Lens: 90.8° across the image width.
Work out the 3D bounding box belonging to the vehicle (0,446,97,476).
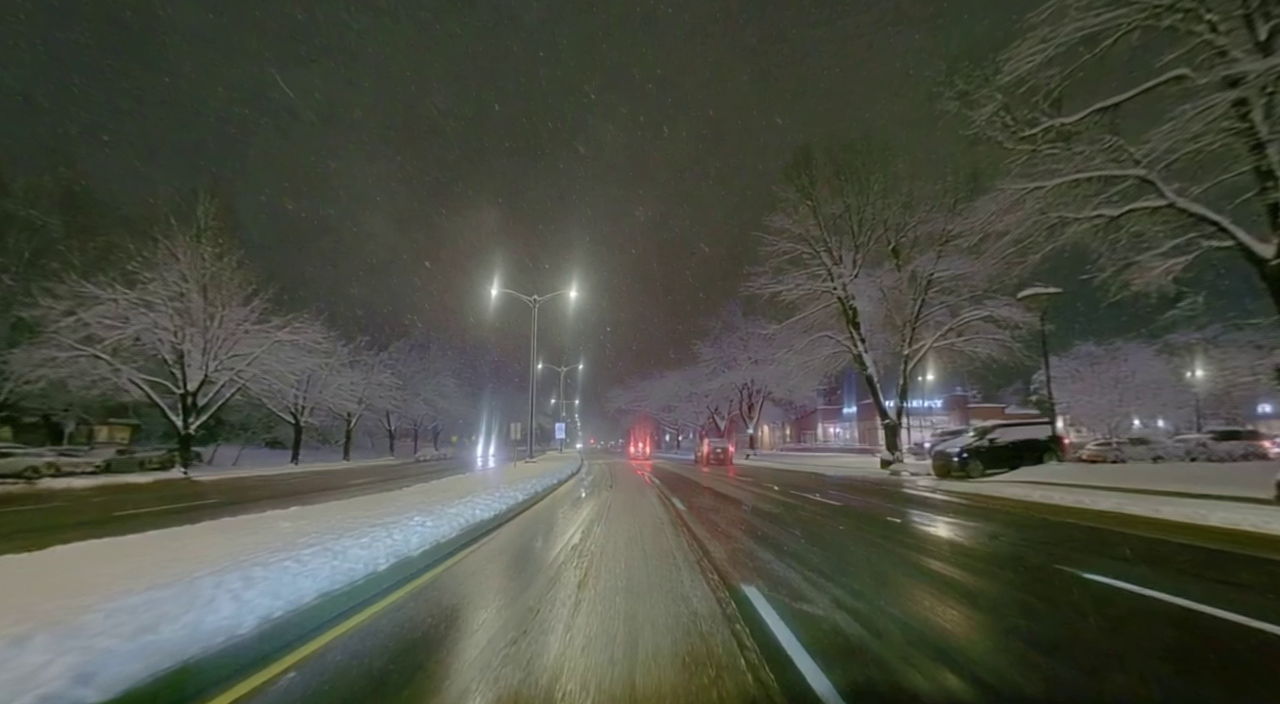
[{"bbox_3d":[-30.737,5.543,32.237,4.087,1.473,1.925,0,-8,-4],"label":"vehicle"}]

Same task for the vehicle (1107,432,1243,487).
[{"bbox_3d":[22.730,4.568,27.312,2.620,2.036,6.631,-4,-9,24],"label":"vehicle"}]

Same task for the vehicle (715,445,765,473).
[{"bbox_3d":[5.610,6.068,35.972,1.876,1.474,4.126,0,-8,-4],"label":"vehicle"}]

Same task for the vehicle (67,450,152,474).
[{"bbox_3d":[-31.740,6.581,37.844,3.380,1.366,1.777,1,-9,-5],"label":"vehicle"}]

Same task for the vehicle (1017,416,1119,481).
[{"bbox_3d":[18.433,4.230,27.075,6.051,2.447,2.293,11,-14,-44],"label":"vehicle"}]

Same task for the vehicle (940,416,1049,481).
[{"bbox_3d":[16.384,4.406,29.014,6.233,2.676,2.430,8,-11,-43],"label":"vehicle"}]
